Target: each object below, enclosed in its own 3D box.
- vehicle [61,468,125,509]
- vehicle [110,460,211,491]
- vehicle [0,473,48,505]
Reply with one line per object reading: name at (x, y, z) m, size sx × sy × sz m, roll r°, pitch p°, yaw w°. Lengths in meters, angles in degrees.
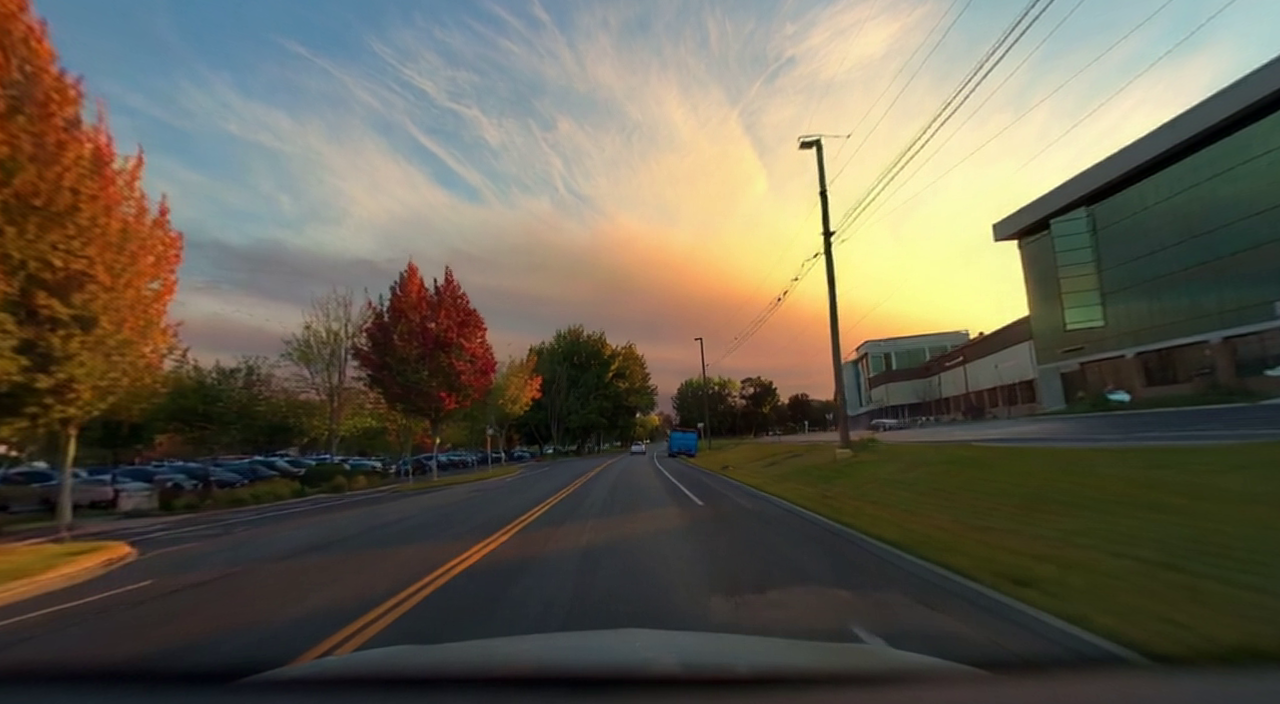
vehicle at (-27.792, 6.912, 32.243) m, size 1.930 × 1.718 × 4.438 m, roll 5°, pitch -10°, yaw -35°
vehicle at (-33.707, 8.692, 44.508) m, size 5.432 × 1.791 × 2.159 m, roll -3°, pitch -9°, yaw 2°
vehicle at (-32.000, 7.077, 32.710) m, size 1.747 × 1.468 × 3.972 m, roll 7°, pitch -13°, yaw -41°
